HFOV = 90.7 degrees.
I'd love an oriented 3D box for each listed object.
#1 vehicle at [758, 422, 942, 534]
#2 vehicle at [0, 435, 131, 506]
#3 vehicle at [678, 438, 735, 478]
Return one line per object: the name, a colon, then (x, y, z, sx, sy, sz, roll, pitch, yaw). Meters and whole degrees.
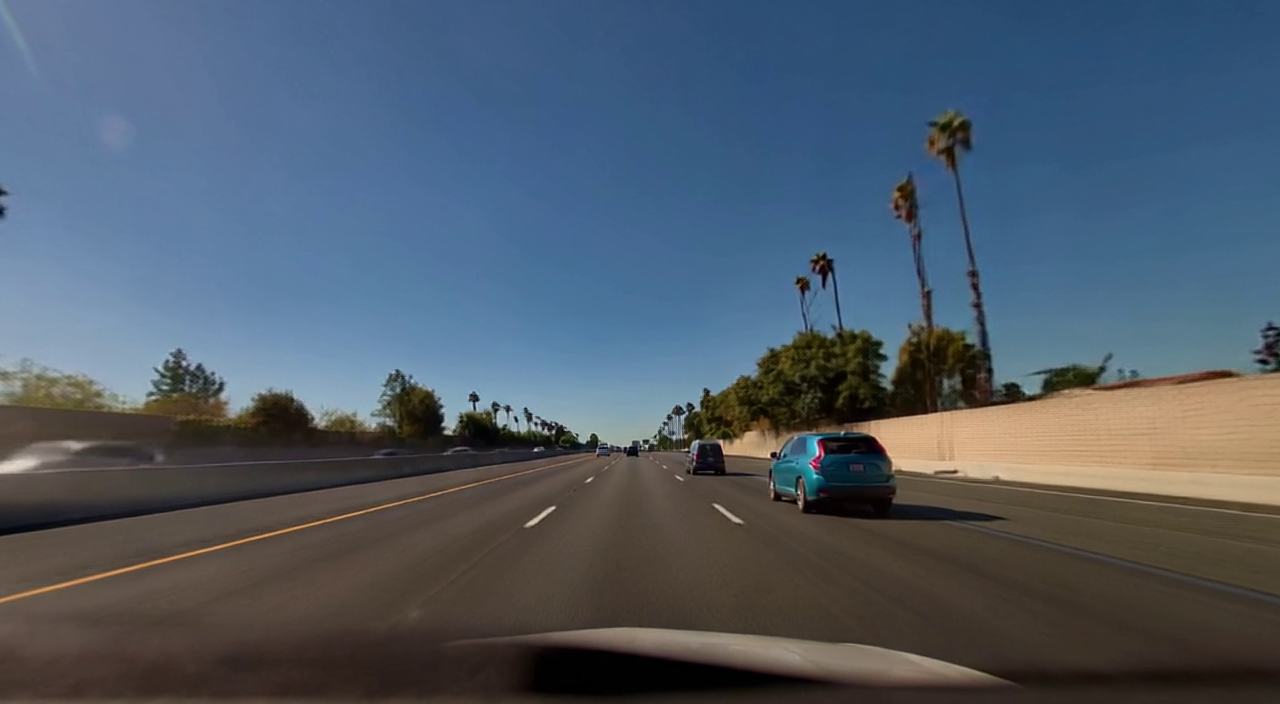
vehicle: (3.616, 2.242, 11.828, 1.910, 1.696, 4.187, 0, -8, -1)
vehicle: (-15.828, 2.896, 15.696, 2.018, 1.635, 5.236, 0, -8, 0)
vehicle: (2.961, 4.868, 29.227, 2.045, 1.688, 4.313, 0, -8, -2)
